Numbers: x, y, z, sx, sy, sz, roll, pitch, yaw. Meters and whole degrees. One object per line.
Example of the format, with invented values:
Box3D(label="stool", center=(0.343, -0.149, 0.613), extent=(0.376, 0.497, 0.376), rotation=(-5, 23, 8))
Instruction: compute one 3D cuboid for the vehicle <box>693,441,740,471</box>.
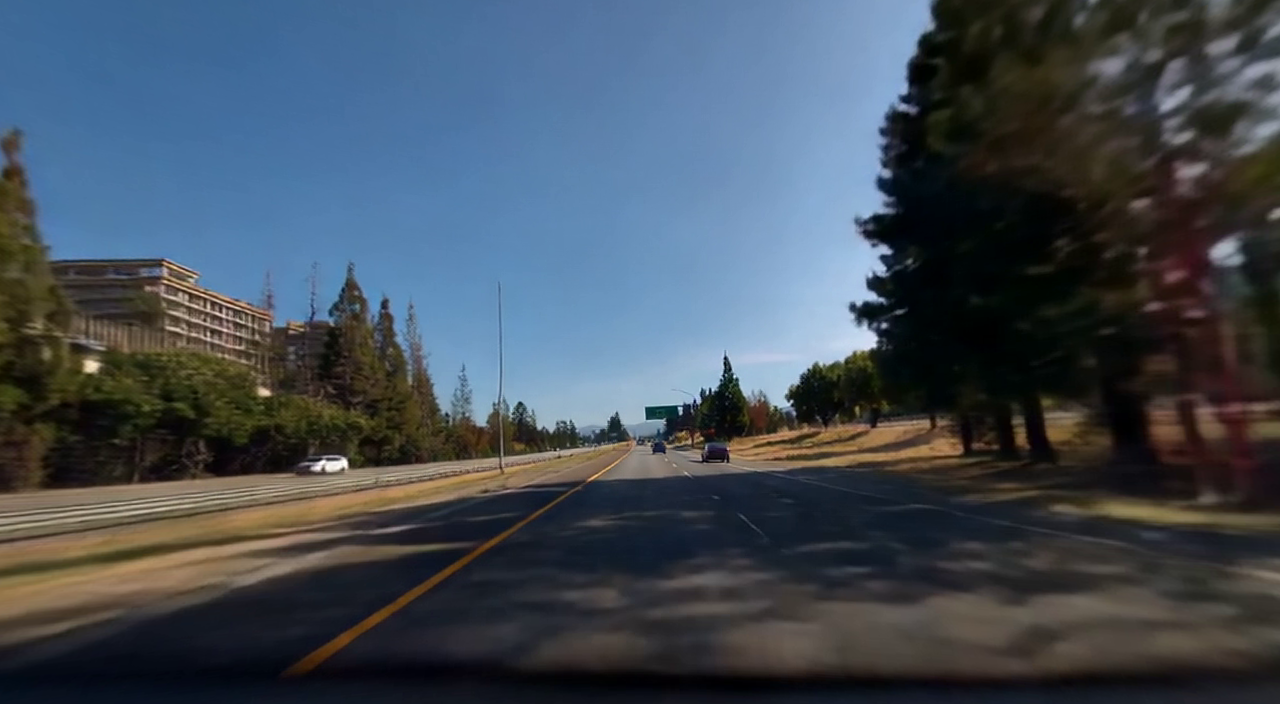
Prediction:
Box3D(label="vehicle", center=(4.245, 5.843, 35.614), extent=(2.042, 1.518, 4.477), rotation=(0, -8, -1))
